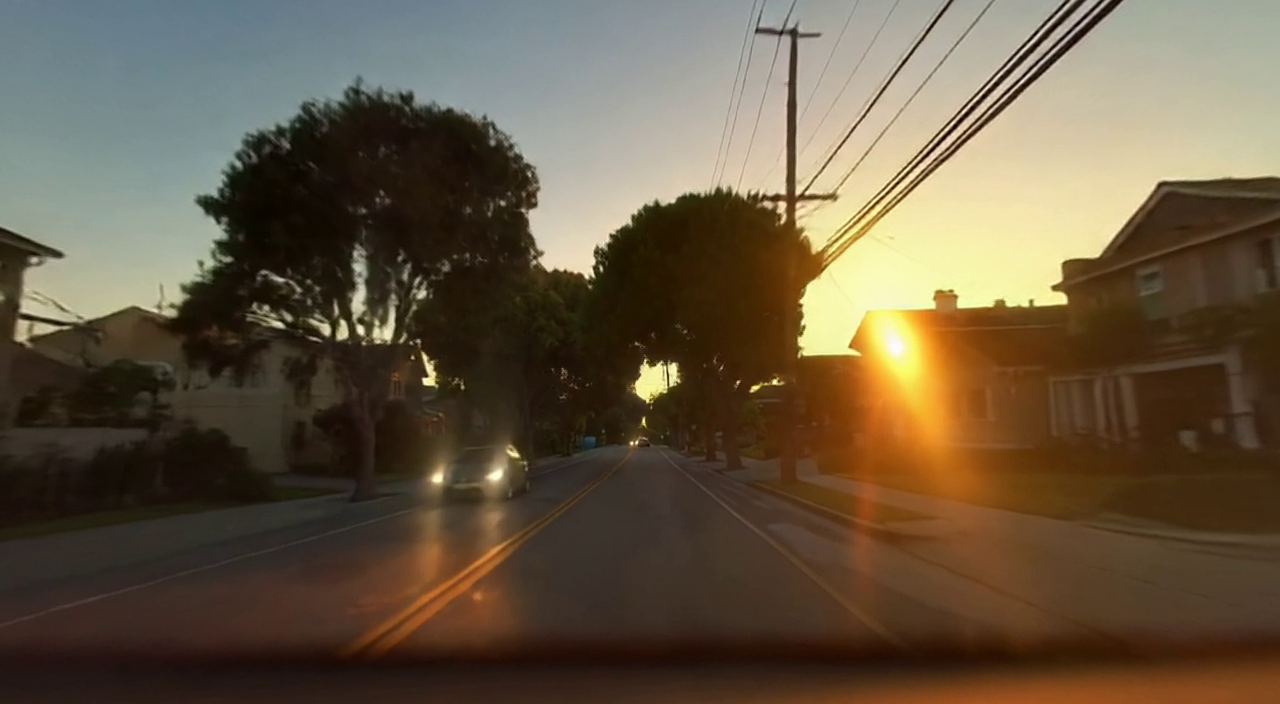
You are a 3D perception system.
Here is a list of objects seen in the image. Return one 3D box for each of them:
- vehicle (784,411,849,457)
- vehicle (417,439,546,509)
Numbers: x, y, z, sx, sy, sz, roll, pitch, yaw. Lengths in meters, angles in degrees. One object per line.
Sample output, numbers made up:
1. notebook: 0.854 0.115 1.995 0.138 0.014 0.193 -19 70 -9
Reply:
1. vehicle: 7.897 3.772 28.674 1.878 1.743 4.556 -6 -9 4
2. vehicle: -3.747 2.969 15.844 2.028 1.488 4.392 -1 -8 1
